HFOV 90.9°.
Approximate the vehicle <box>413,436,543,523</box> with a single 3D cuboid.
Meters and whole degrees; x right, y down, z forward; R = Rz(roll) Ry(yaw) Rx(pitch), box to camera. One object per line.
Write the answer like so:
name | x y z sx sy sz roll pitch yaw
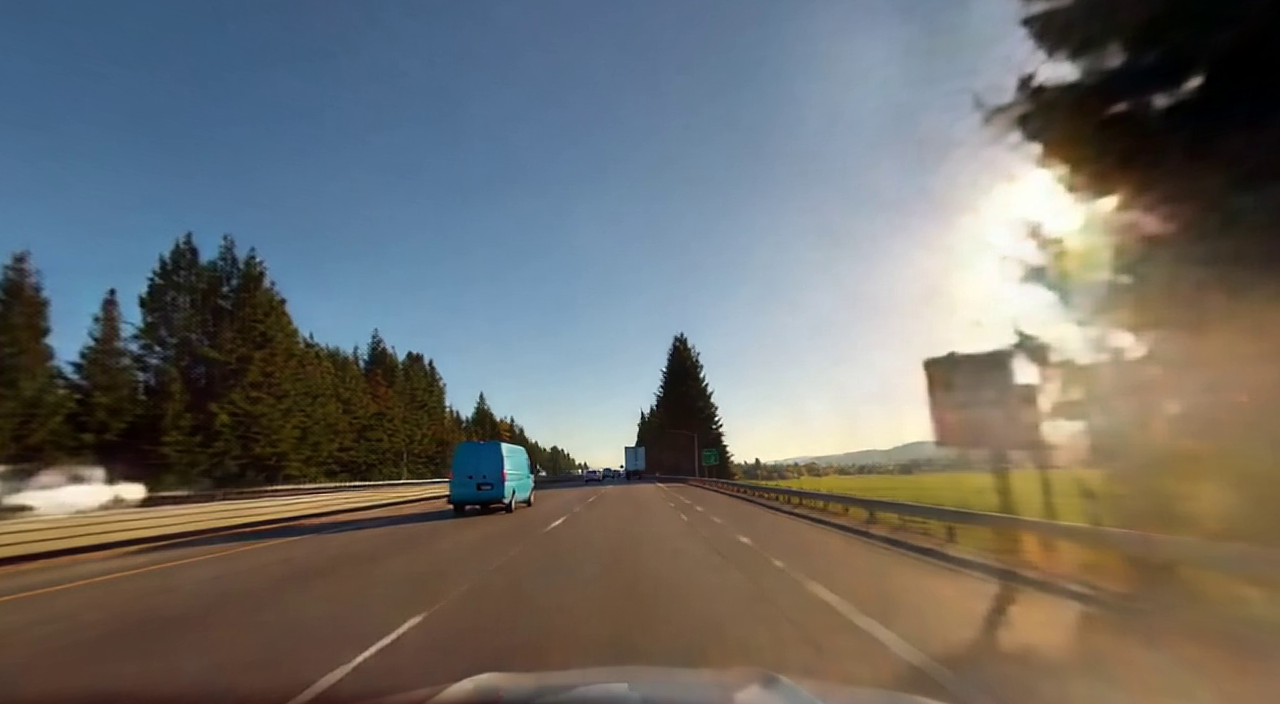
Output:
vehicle | -4.125 3.391 17.033 2.208 1.973 4.716 1 -10 0
